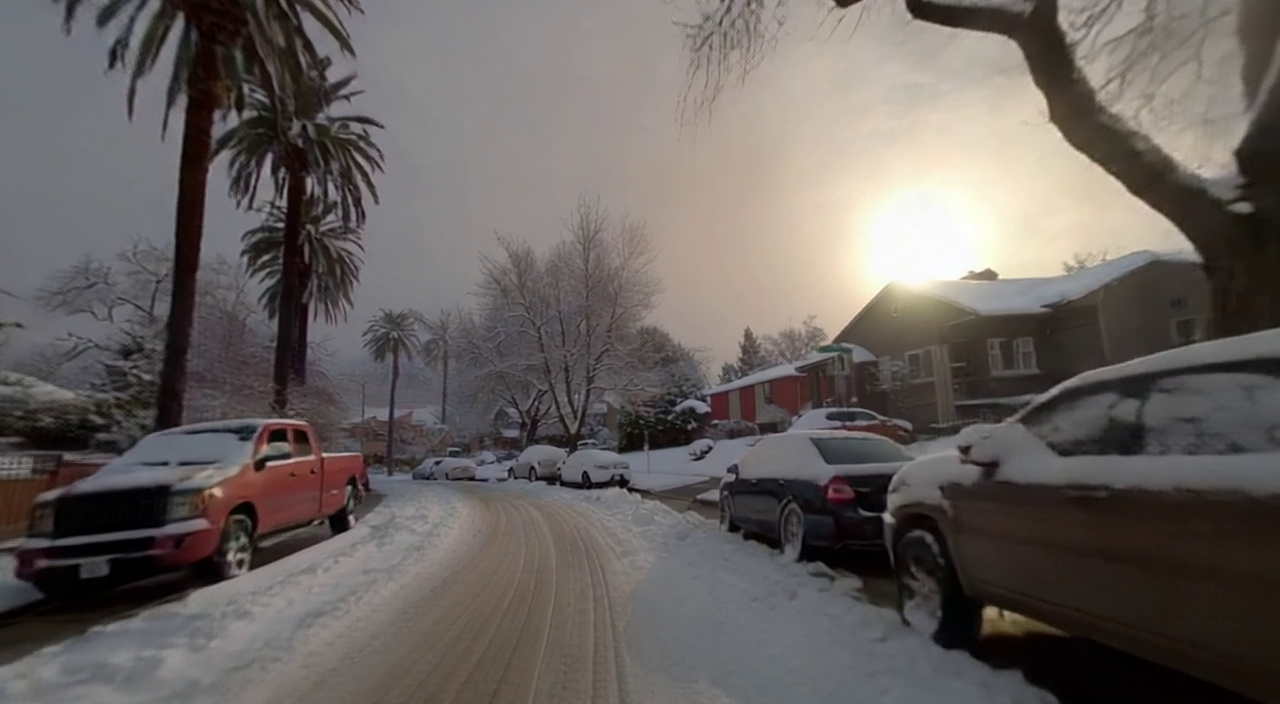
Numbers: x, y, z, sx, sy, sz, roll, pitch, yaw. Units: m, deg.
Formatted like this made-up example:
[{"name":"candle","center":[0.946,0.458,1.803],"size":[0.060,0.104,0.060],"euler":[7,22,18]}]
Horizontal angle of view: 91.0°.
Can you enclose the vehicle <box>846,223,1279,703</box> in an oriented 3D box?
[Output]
[{"name":"vehicle","center":[2.925,0.762,2.804],"size":[2.139,1.997,4.864],"euler":[0,-8,-3]}]

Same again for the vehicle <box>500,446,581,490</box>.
[{"name":"vehicle","center":[-4.516,5.075,27.939],"size":[1.918,1.753,4.655],"euler":[5,-10,-31]}]

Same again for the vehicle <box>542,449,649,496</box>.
[{"name":"vehicle","center":[-1.784,4.336,23.188],"size":[2.108,1.503,4.977],"euler":[4,-9,-27]}]

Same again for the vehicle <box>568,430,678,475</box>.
[{"name":"vehicle","center":[-0.881,5.440,34.277],"size":[5.510,2.121,2.129],"euler":[-1,-9,18]}]

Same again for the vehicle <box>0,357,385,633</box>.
[{"name":"vehicle","center":[-5.614,1.782,8.895],"size":[2.337,2.289,6.092],"euler":[-6,-8,-11]}]

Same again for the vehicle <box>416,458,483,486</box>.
[{"name":"vehicle","center":[-11.783,7.331,38.675],"size":[2.006,1.484,4.768],"euler":[8,-11,-42]}]
